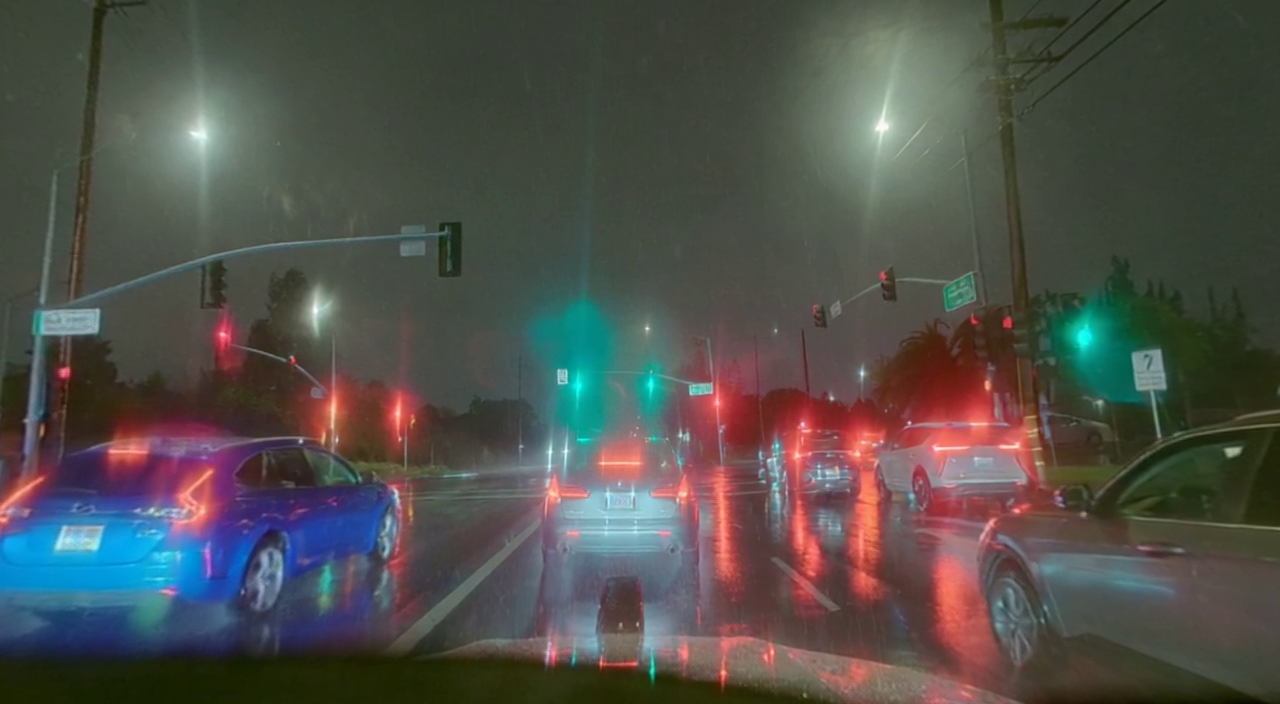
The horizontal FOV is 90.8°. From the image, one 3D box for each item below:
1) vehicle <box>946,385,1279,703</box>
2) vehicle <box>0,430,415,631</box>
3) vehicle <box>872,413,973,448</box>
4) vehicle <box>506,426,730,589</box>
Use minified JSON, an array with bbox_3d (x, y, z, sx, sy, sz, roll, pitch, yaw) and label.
[{"bbox_3d":[2.922,0.888,2.162,1.860,1.494,3.707,0,-8,0],"label":"vehicle"},{"bbox_3d":[-4.379,1.665,6.975,2.106,1.492,4.312,0,-8,1],"label":"vehicle"},{"bbox_3d":[15.116,4.243,33.997,4.431,1.555,1.886,-4,-9,2],"label":"vehicle"},{"bbox_3d":[-0.227,1.753,7.996,2.061,1.485,4.196,0,-8,-1],"label":"vehicle"}]
